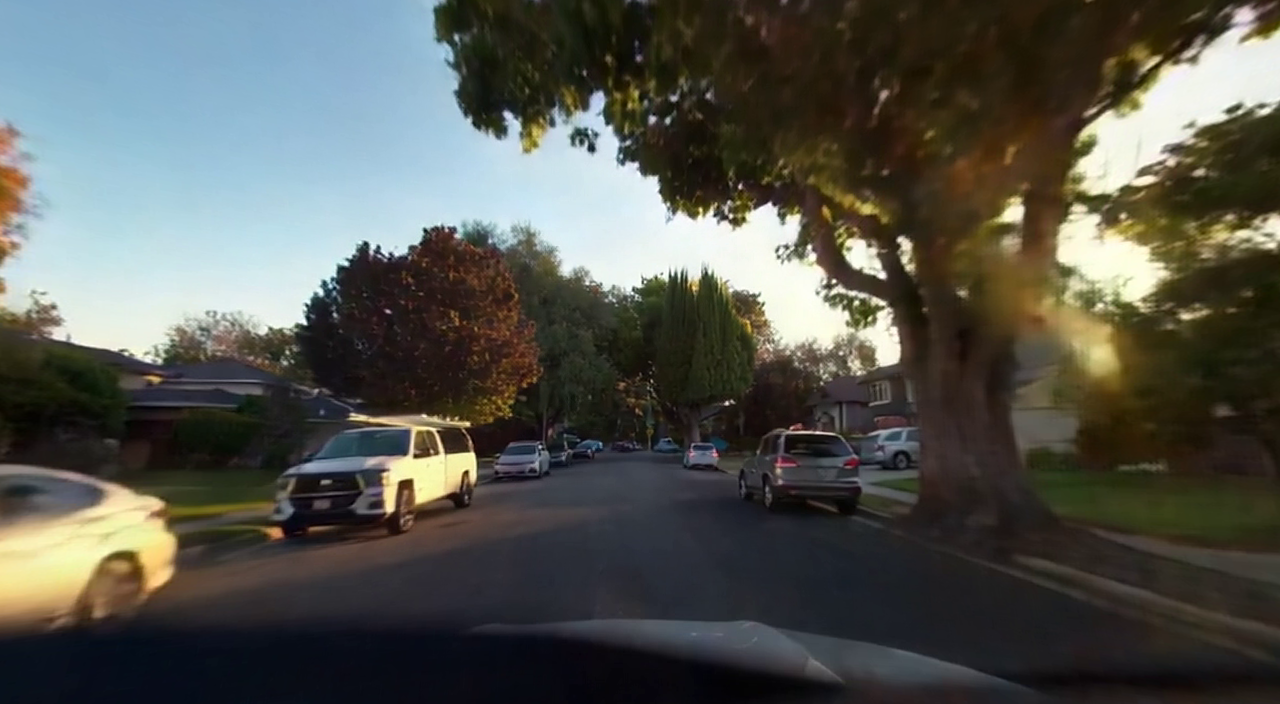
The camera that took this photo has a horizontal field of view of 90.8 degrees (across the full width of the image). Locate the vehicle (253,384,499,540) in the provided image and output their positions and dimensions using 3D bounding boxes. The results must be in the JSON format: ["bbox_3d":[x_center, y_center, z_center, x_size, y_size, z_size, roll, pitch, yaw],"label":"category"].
[{"bbox_3d":[-4.910,2.147,13.335,2.476,2.434,6.543,-1,-7,-1],"label":"vehicle"}]

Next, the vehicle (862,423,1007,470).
[{"bbox_3d":[12.292,3.965,26.602,5.043,1.865,2.026,0,-8,-1],"label":"vehicle"}]

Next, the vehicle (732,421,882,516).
[{"bbox_3d":[3.486,2.537,14.207,2.082,1.790,4.330,0,-9,-1],"label":"vehicle"}]

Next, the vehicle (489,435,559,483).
[{"bbox_3d":[-4.927,4.565,27.606,2.140,1.815,4.926,0,-7,0],"label":"vehicle"}]

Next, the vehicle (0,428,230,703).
[{"bbox_3d":[-4.435,1.159,3.111,2.031,1.479,4.497,-2,-7,-3],"label":"vehicle"}]

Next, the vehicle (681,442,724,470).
[{"bbox_3d":[3.438,5.812,35.466,1.945,1.495,3.983,0,-8,-1],"label":"vehicle"}]
